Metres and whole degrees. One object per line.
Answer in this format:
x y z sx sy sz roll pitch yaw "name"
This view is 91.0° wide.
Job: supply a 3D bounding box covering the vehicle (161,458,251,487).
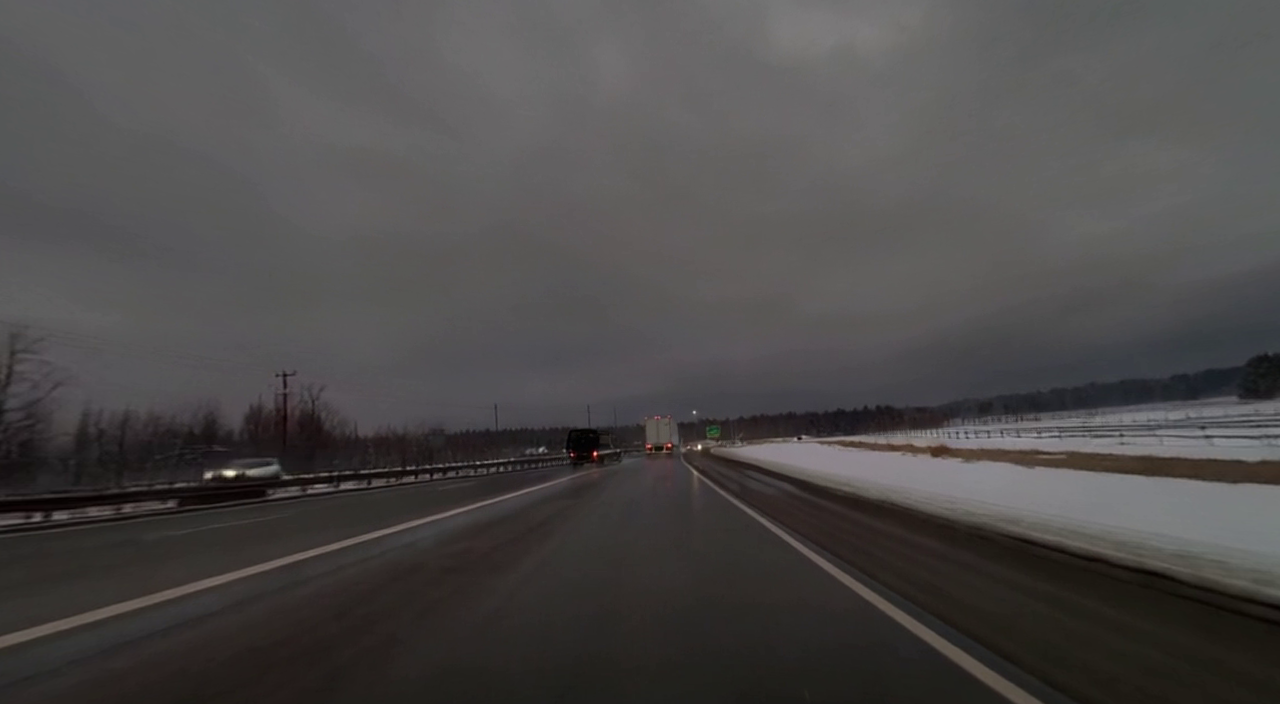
-25.887 7.195 37.784 1.863 1.499 4.411 -1 -9 7 "vehicle"
